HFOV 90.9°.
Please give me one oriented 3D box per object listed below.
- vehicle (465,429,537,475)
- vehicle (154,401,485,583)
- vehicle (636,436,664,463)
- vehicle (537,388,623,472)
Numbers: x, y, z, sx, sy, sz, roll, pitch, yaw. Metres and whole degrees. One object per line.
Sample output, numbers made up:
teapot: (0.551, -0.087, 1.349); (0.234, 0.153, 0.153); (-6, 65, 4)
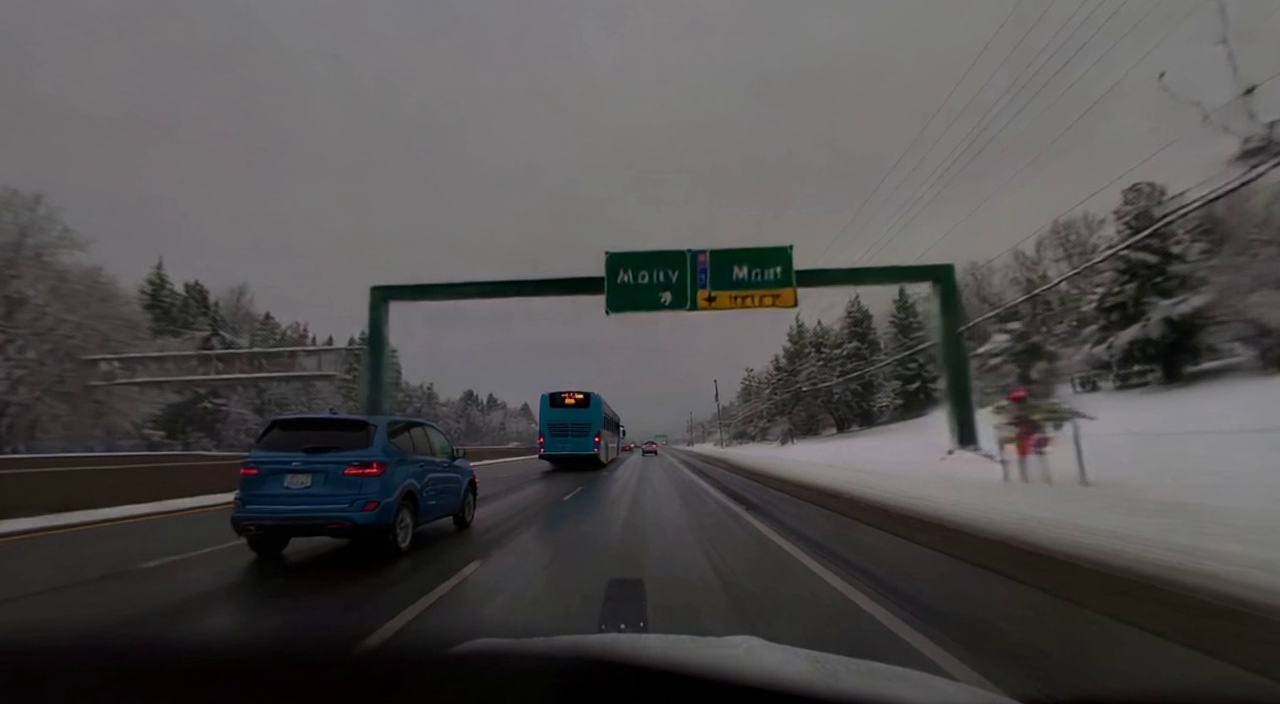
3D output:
vehicle: (-7.006, 5.136, 32.518); (2.282, 2.116, 6.030); (0, -8, 1)
vehicle: (-3.619, 1.664, 8.247); (2.021, 1.730, 4.223); (0, -8, 1)
vehicle: (0.726, 7.598, 49.172); (2.083, 2.001, 4.782); (0, -9, 0)
vehicle: (-2.860, 4.451, 34.328); (3.382, 3.712, 11.766); (1, -9, 1)
